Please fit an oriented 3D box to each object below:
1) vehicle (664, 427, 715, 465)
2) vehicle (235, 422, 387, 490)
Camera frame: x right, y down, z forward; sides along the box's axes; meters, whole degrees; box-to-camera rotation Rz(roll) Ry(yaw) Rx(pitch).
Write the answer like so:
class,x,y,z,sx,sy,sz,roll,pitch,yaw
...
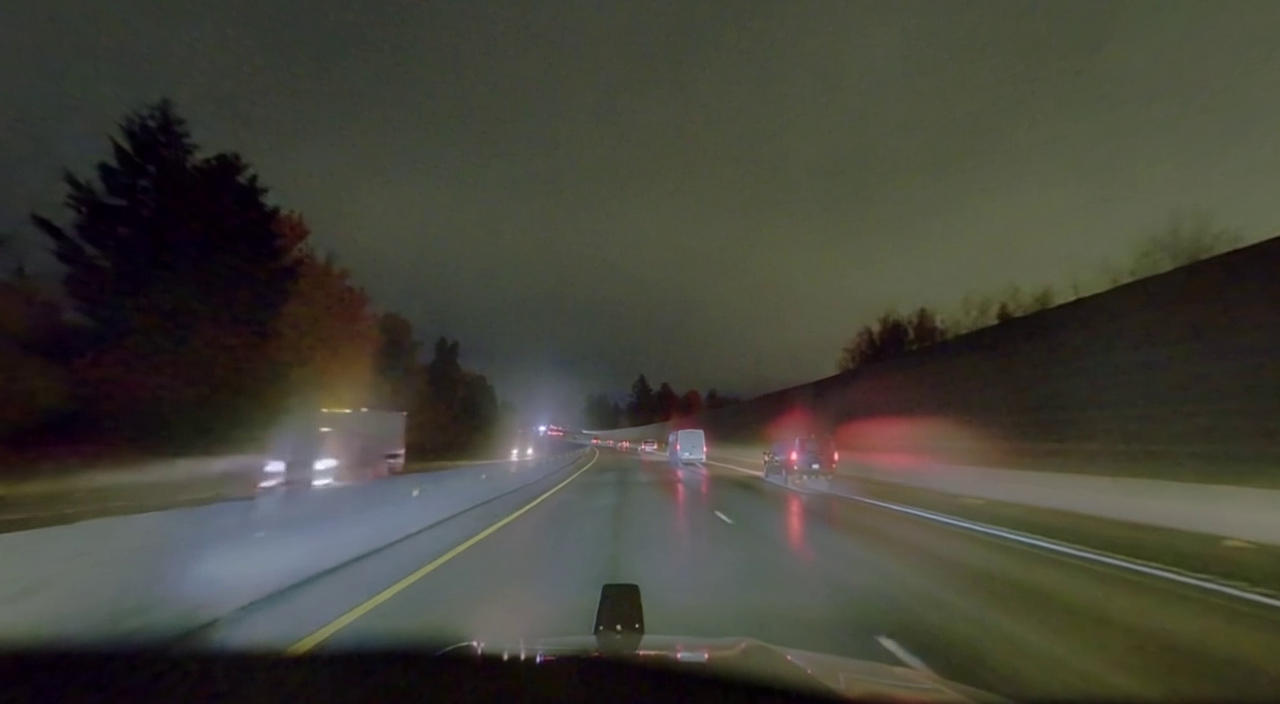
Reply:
class,x,y,z,sx,sy,sz,roll,pitch,yaw
vehicle,2.840,5.536,37.223,2.393,2.072,4.958,1,-8,-3
vehicle,-8.167,2.613,16.108,1.797,1.509,3.905,1,-8,-1
